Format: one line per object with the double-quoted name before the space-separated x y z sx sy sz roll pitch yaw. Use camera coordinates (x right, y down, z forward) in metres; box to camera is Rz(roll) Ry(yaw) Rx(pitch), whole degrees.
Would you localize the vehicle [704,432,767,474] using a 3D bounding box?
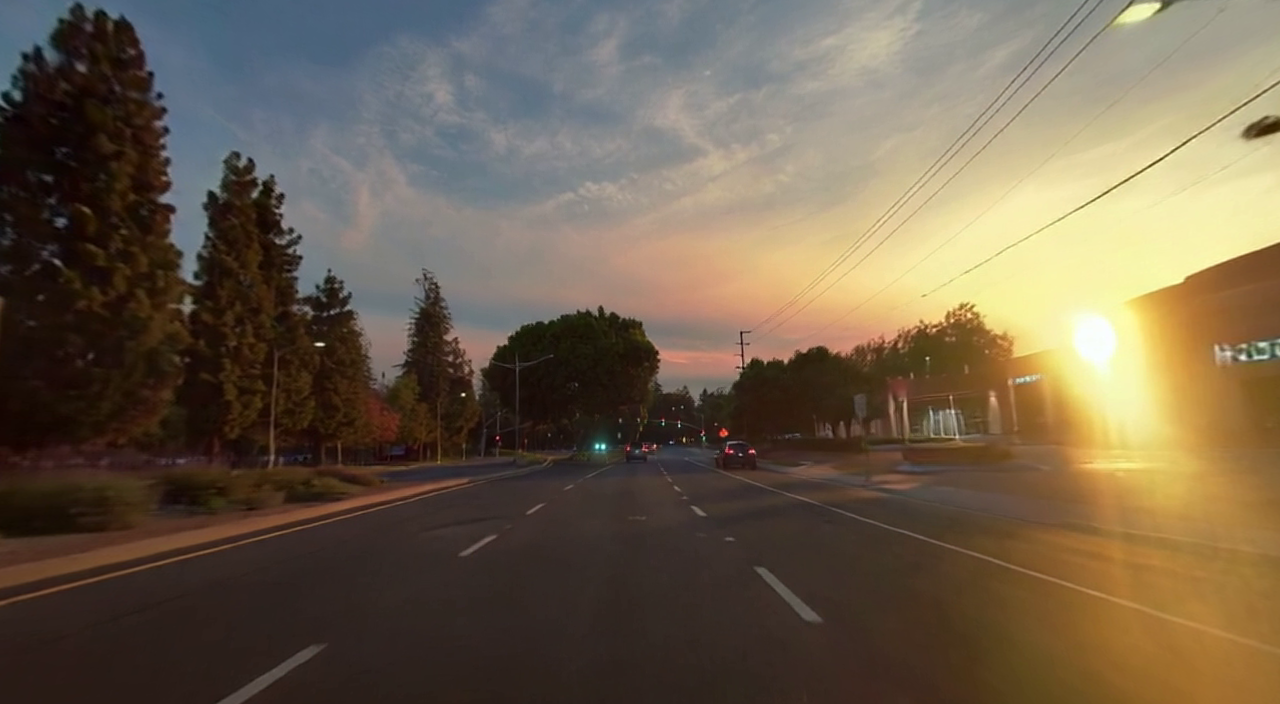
"vehicle" 4.910 5.318 33.446 2.476 2.016 5.586 0 -8 0
